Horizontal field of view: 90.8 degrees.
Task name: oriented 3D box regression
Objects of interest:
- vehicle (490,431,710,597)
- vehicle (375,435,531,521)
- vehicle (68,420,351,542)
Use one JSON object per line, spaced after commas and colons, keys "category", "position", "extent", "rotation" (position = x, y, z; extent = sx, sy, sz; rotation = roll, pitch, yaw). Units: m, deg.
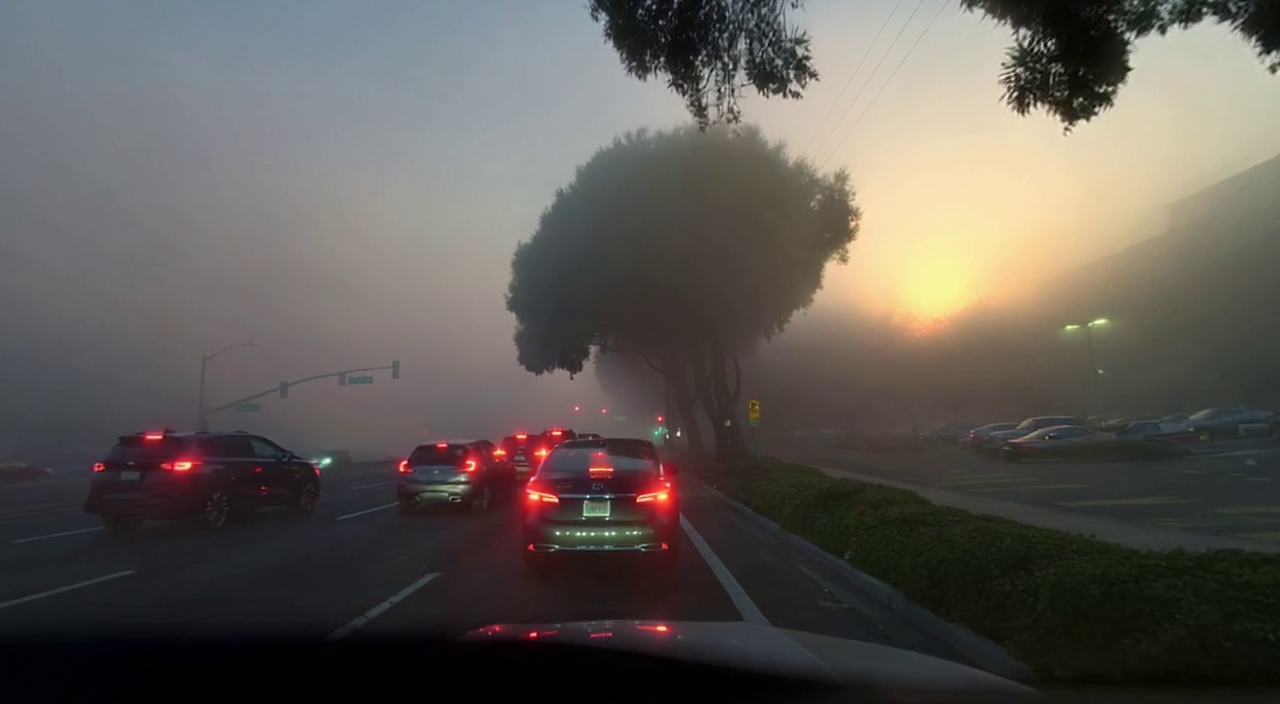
{"category": "vehicle", "position": [-0.384, 1.828, 7.999], "extent": [2.066, 1.544, 3.954], "rotation": [0, -9, 0]}
{"category": "vehicle", "position": [-3.774, 2.609, 13.697], "extent": [1.913, 1.521, 4.539], "rotation": [0, -9, 1]}
{"category": "vehicle", "position": [-7.347, 2.225, 11.501], "extent": [2.068, 1.784, 4.224], "rotation": [0, -9, 1]}
